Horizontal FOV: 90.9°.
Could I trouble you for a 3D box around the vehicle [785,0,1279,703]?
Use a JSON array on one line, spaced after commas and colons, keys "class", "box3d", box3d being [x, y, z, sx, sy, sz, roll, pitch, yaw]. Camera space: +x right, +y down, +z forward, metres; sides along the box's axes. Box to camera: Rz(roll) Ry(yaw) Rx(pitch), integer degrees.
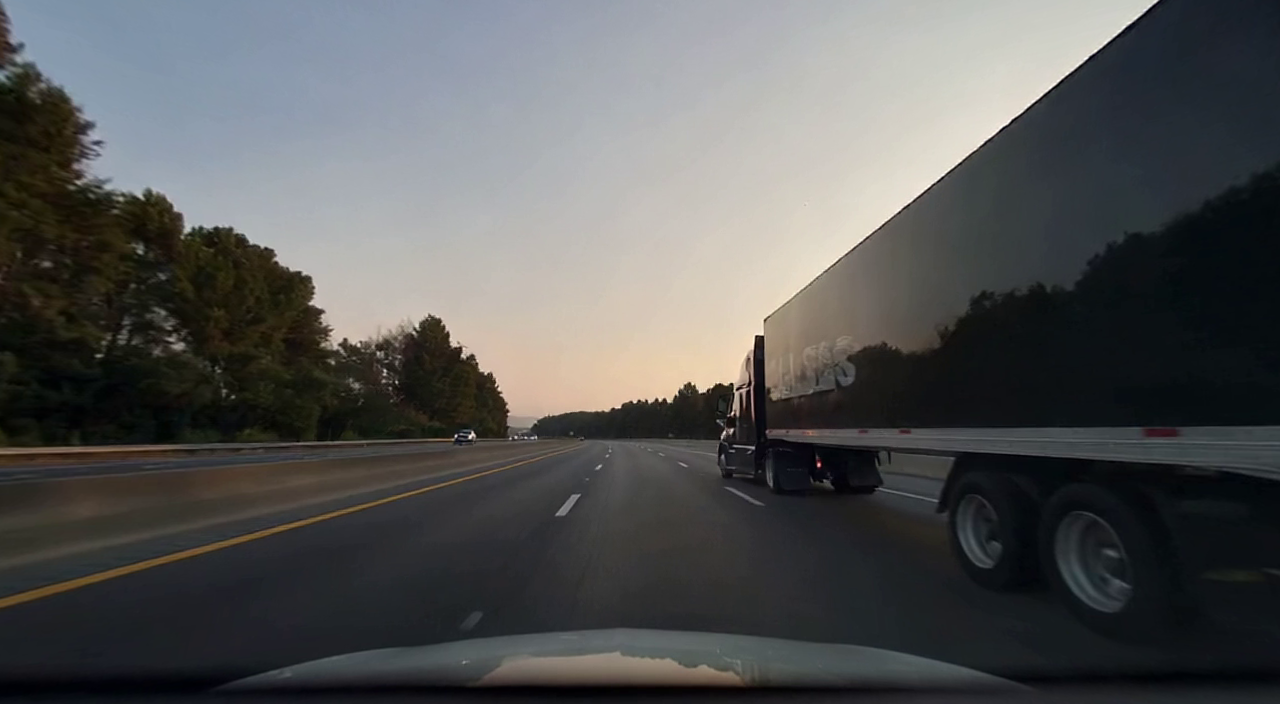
[{"class": "vehicle", "box3d": [4.438, 0.335, 7.731, 2.932, 4.022, 8.803, 0, -8, -2]}]
